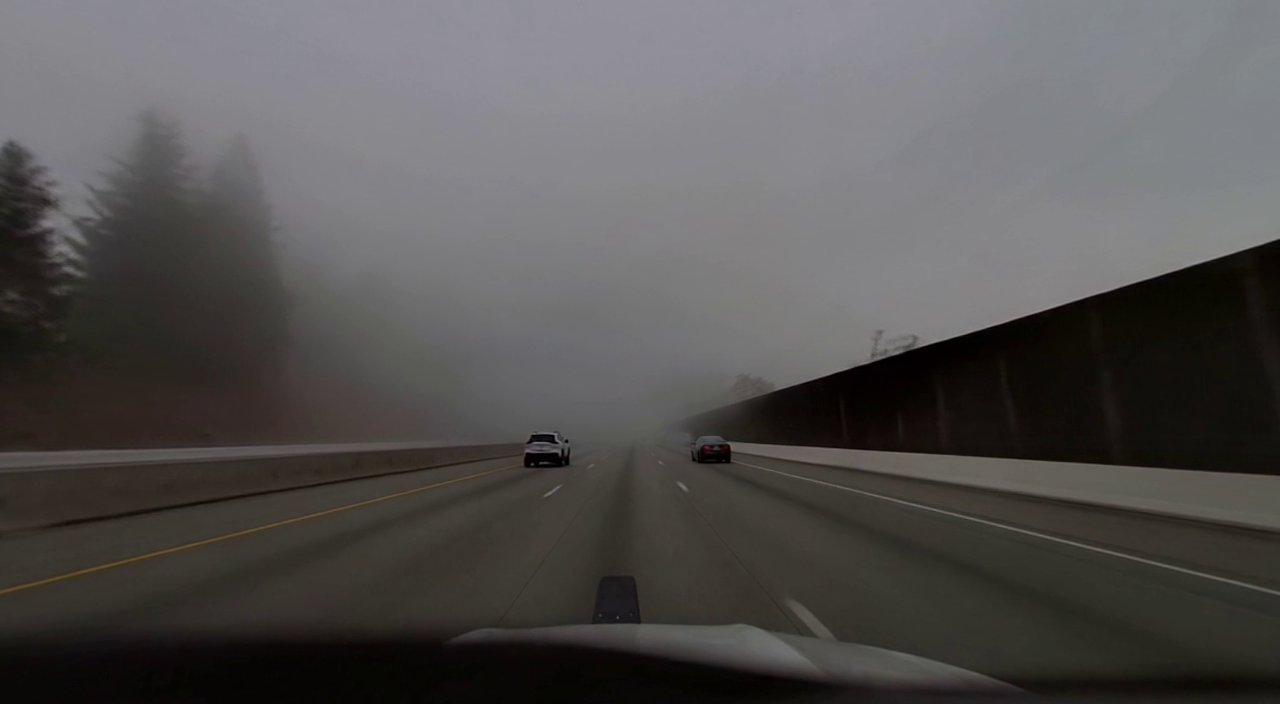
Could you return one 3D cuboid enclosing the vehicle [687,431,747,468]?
[{"bbox_3d":[3.410,4.409,28.807,2.077,1.523,4.539,0,-8,-1],"label":"vehicle"}]

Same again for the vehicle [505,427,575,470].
[{"bbox_3d":[-4.065,3.985,26.263,2.219,1.660,4.153,0,-8,0],"label":"vehicle"}]
